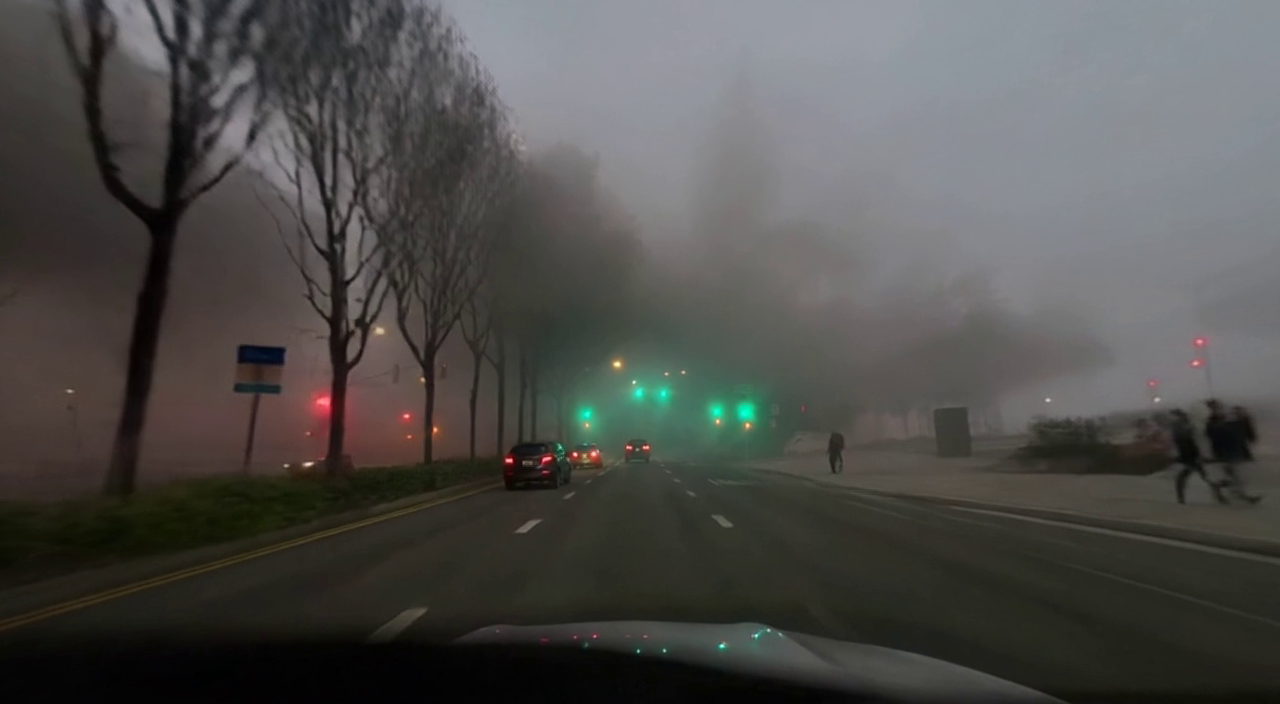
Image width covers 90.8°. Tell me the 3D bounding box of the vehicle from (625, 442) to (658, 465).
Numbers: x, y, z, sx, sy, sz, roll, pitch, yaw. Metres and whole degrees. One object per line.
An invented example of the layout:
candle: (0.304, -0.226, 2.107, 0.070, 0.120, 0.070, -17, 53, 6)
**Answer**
vehicle: (0.113, 6.758, 42.062, 2.095, 1.438, 3.843, 0, -8, 0)

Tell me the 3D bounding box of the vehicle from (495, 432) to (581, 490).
vehicle: (-3.274, 3.605, 21.212, 2.116, 1.725, 4.315, -1, -9, 1)

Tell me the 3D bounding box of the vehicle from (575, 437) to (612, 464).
vehicle: (-3.213, 6.973, 44.790, 2.152, 1.802, 4.628, -1, -8, 1)
